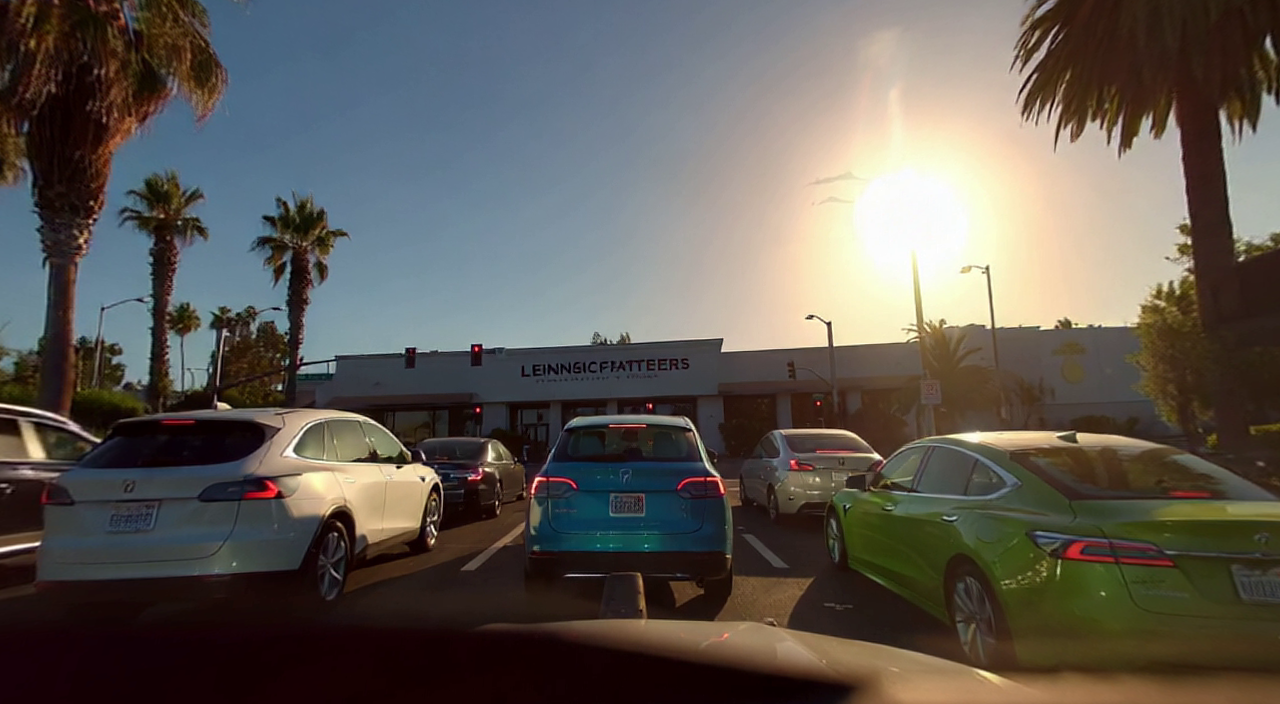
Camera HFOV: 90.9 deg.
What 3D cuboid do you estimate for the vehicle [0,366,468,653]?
[{"bbox_3d":[-3.347,1.282,6.128,2.014,1.755,4.360,0,-8,1],"label":"vehicle"}]

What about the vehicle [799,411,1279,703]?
[{"bbox_3d":[2.966,1.364,5.252,2.017,1.491,4.611,0,-8,-1],"label":"vehicle"}]

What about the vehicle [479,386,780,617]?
[{"bbox_3d":[-0.132,1.461,7.063,2.280,1.747,4.361,0,-8,-1],"label":"vehicle"}]
